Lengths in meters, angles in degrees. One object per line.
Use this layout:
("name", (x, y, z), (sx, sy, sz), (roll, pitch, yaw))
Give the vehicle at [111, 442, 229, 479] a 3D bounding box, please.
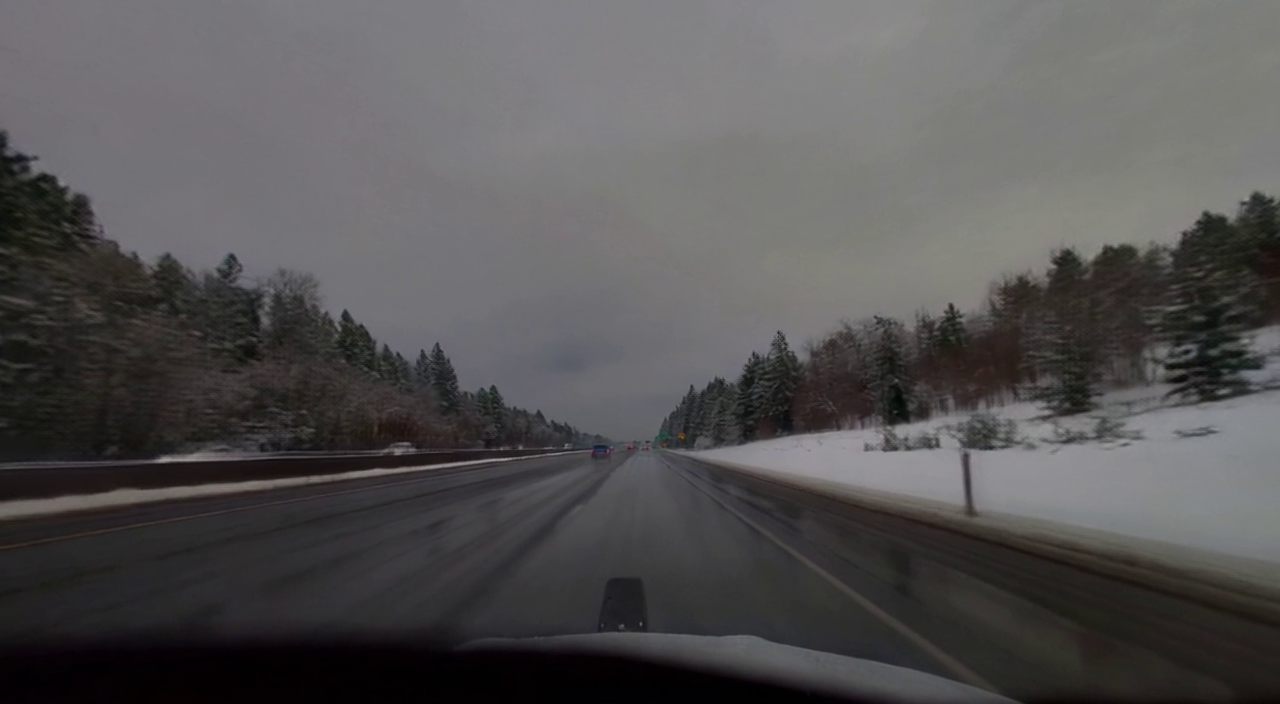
("vehicle", (-21.103, 4.882, 28.606), (1.831, 1.526, 4.458), (0, -8, 1))
